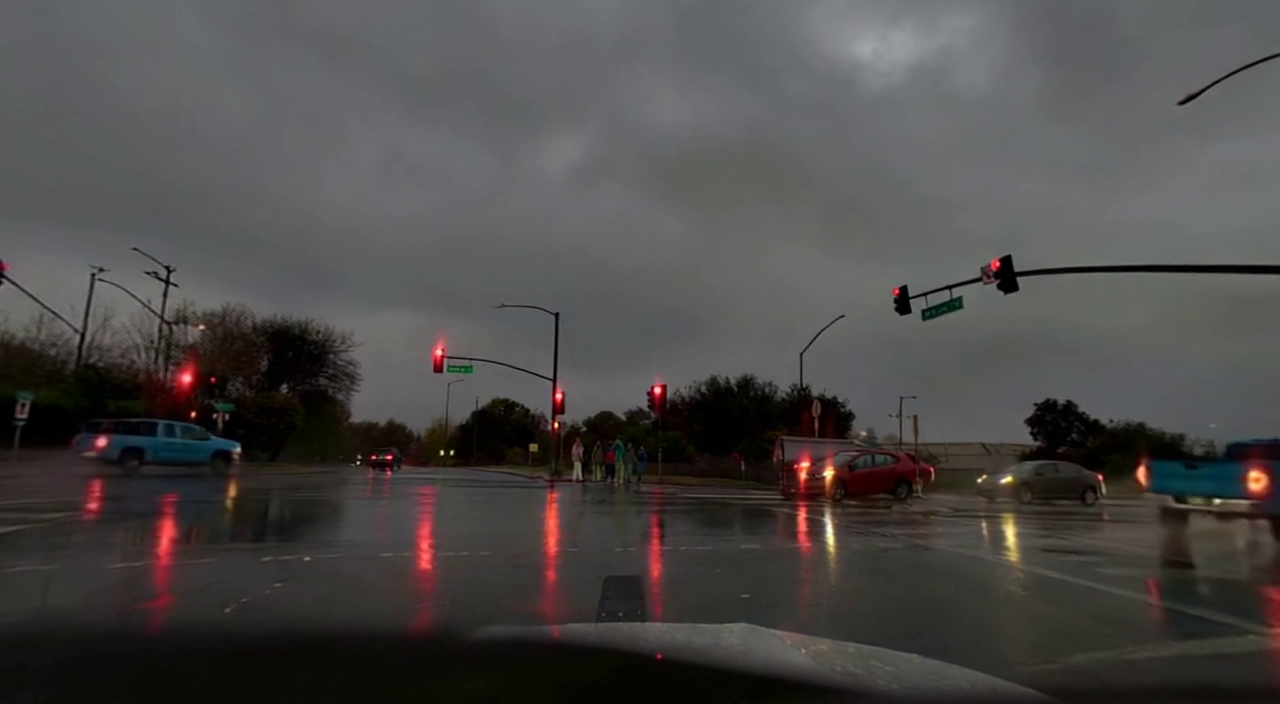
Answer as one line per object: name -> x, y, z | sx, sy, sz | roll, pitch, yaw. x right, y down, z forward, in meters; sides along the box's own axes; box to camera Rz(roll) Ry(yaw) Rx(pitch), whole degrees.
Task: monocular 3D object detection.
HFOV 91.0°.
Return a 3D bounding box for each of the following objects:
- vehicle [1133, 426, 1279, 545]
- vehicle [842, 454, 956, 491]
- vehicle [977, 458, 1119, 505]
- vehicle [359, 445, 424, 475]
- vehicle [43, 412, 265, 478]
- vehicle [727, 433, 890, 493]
vehicle -> 15.535, 3.038, 14.862 | 5.978, 2.400, 2.851 | 3, -9, -14
vehicle -> 12.086, 5.639, 29.552 | 4.537, 1.608, 1.827 | 1, -9, -6
vehicle -> 16.175, 5.111, 25.099 | 4.356, 1.498, 1.957 | -2, -8, -5
vehicle -> -13.619, 5.948, 34.829 | 1.964, 1.525, 4.750 | 1, -9, -4
vehicle -> -16.875, 3.310, 22.299 | 2.243, 2.011, 5.631 | -5, -10, 29
vehicle -> 6.274, 4.187, 23.770 | 5.535, 1.896, 2.170 | 4, -9, -7
